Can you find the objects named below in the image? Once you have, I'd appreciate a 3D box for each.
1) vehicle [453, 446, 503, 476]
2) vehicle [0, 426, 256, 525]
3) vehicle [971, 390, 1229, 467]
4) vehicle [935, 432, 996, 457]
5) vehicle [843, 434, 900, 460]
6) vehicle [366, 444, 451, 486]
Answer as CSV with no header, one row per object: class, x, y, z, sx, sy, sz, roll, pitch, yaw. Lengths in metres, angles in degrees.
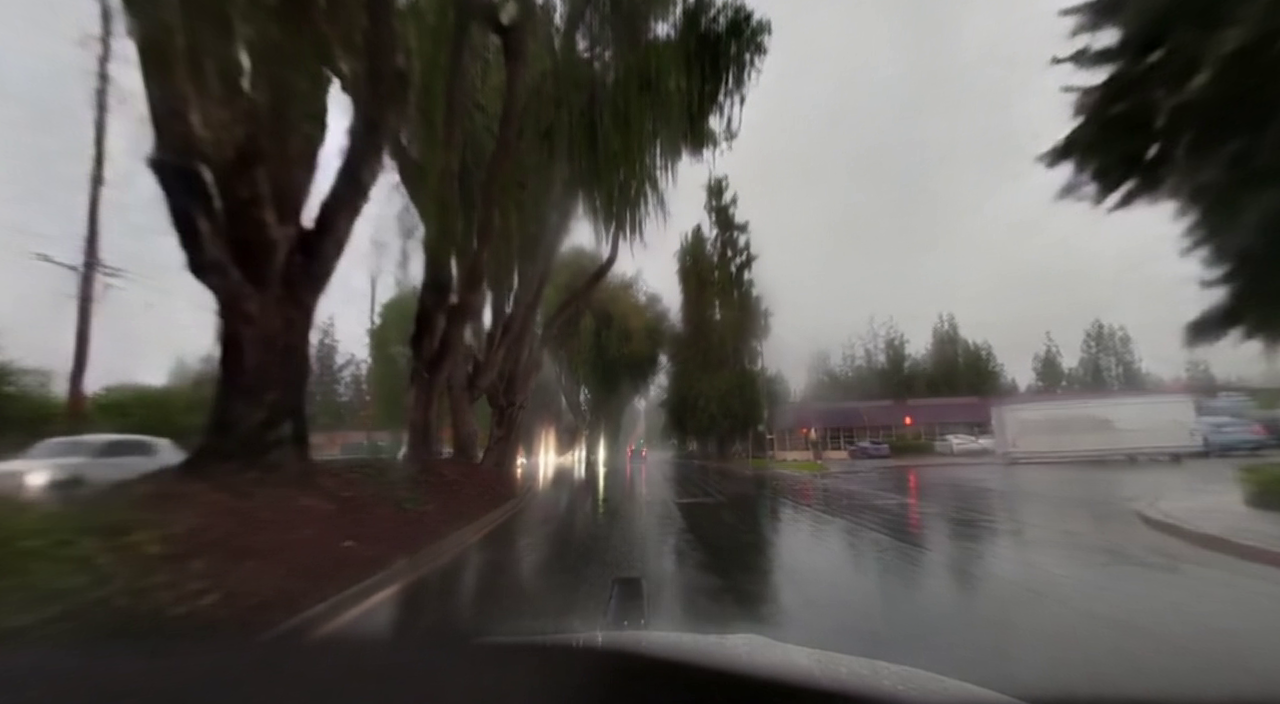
vehicle,-10.693,7.216,42.016,2.000,1.817,4.624,0,-9,1
vehicle,-11.861,2.686,14.429,2.471,1.783,5.903,0,-9,-1
vehicle,19.022,3.258,26.493,8.462,3.012,2.906,0,-9,-1
vehicle,24.246,6.981,47.201,1.996,1.723,4.576,0,-10,-1
vehicle,16.992,7.074,46.544,2.021,1.753,4.941,-1,-9,-4
vehicle,-10.686,5.248,29.544,2.189,1.747,4.651,0,-9,0
